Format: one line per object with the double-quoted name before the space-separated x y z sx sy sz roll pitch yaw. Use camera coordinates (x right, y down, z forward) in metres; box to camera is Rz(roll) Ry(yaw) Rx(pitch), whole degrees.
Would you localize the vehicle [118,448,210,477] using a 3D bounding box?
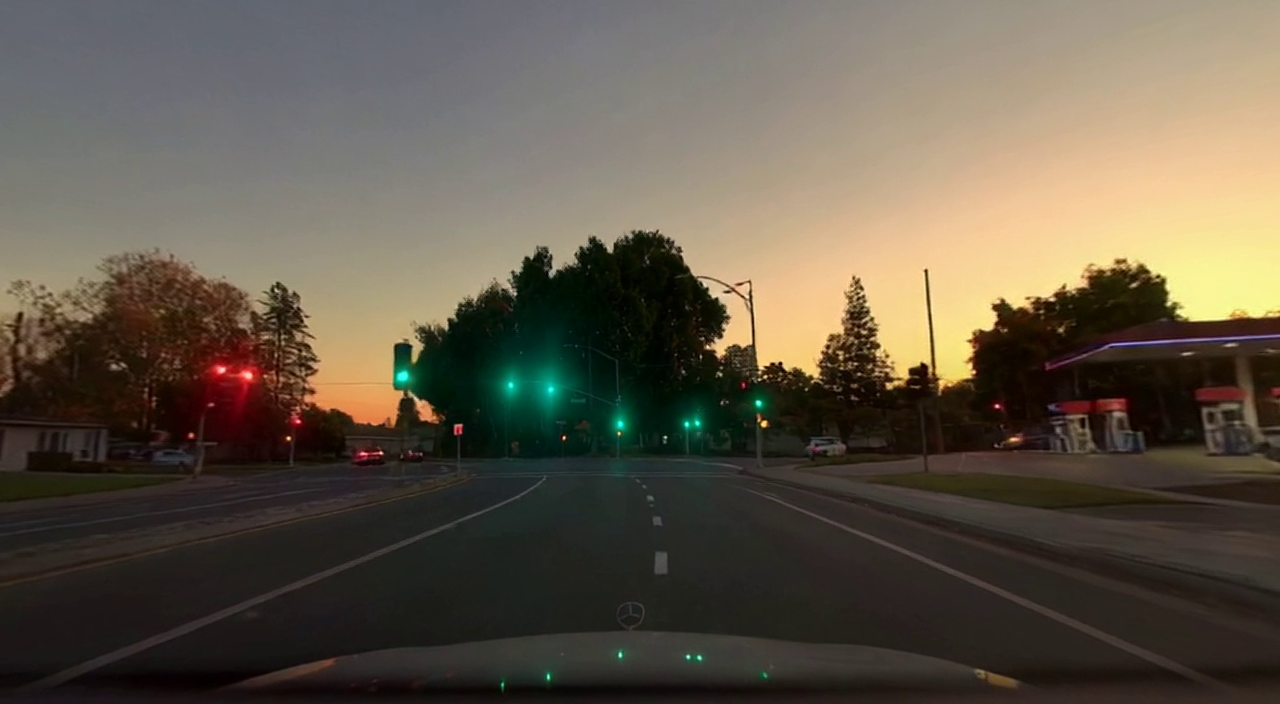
"vehicle" -30.831 7.146 40.865 4.559 1.608 1.961 -2 -7 6
